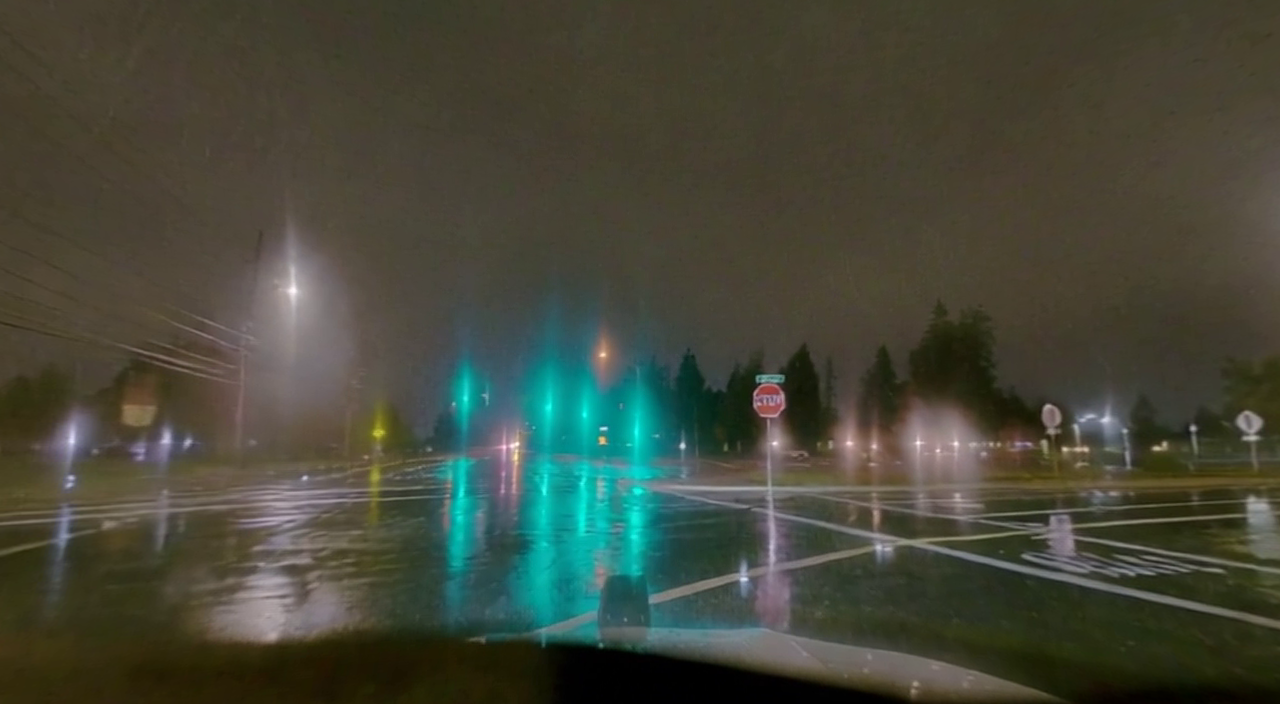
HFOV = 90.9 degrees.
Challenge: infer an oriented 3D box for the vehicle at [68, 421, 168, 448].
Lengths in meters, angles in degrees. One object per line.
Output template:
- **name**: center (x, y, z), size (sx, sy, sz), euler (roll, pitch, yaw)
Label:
- **vehicle**: center (-40.971, 6.556, 49.672), size (2.220, 2.051, 5.476), euler (-4, -9, 27)
